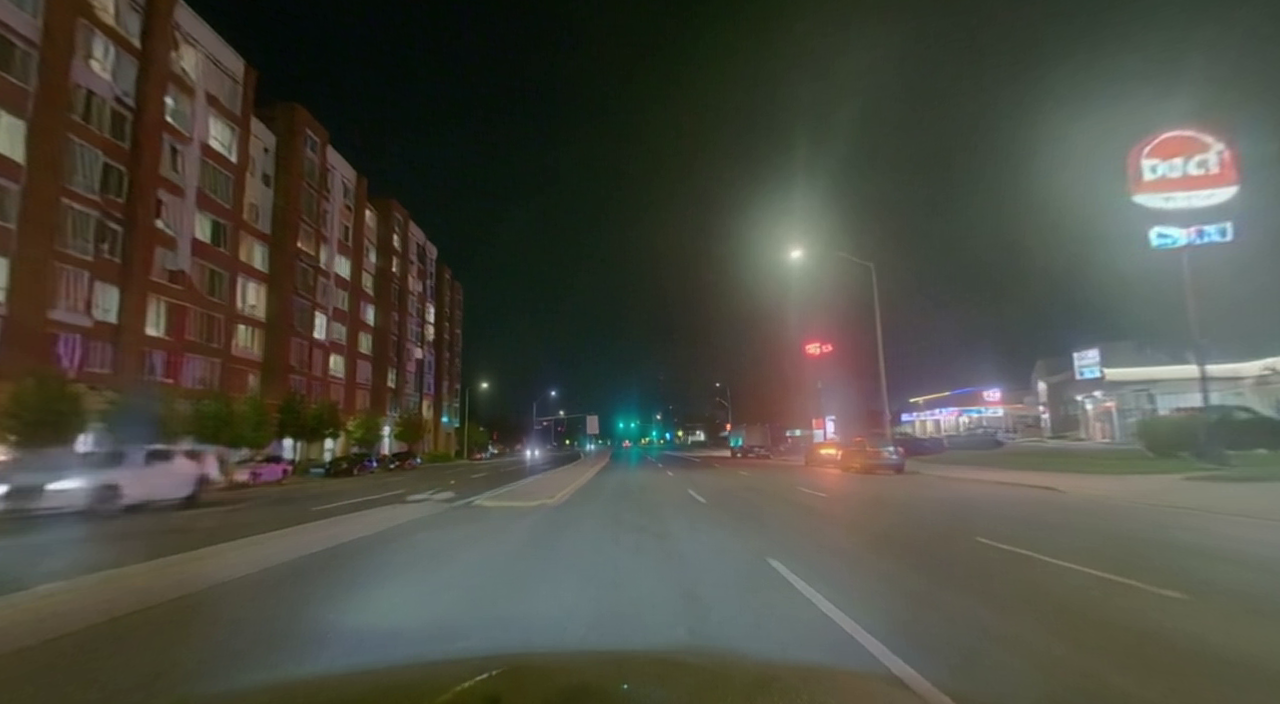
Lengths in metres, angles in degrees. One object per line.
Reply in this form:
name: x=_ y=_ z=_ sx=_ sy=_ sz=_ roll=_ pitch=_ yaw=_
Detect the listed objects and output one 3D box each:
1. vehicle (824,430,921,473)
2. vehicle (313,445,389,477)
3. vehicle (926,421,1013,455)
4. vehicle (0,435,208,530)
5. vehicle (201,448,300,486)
vehicle: x=9.972 y=4.298 z=27.595 sx=2.183 sy=1.698 sz=5.010 roll=1 pitch=-8 yaw=-2
vehicle: x=-19.244 y=7.226 z=42.406 sx=2.247 sy=1.820 sz=5.907 roll=-4 pitch=-9 yaw=1
vehicle: x=19.210 y=5.090 z=37.205 sx=2.067 sy=1.804 sz=5.183 roll=0 pitch=-8 yaw=-3
vehicle: x=-12.295 y=2.758 z=13.995 sx=2.262 sy=1.732 sz=4.501 roll=0 pitch=-8 yaw=-1
vehicle: x=-19.222 y=5.667 z=31.440 sx=2.167 sy=1.700 sz=4.406 roll=-1 pitch=-9 yaw=-2
